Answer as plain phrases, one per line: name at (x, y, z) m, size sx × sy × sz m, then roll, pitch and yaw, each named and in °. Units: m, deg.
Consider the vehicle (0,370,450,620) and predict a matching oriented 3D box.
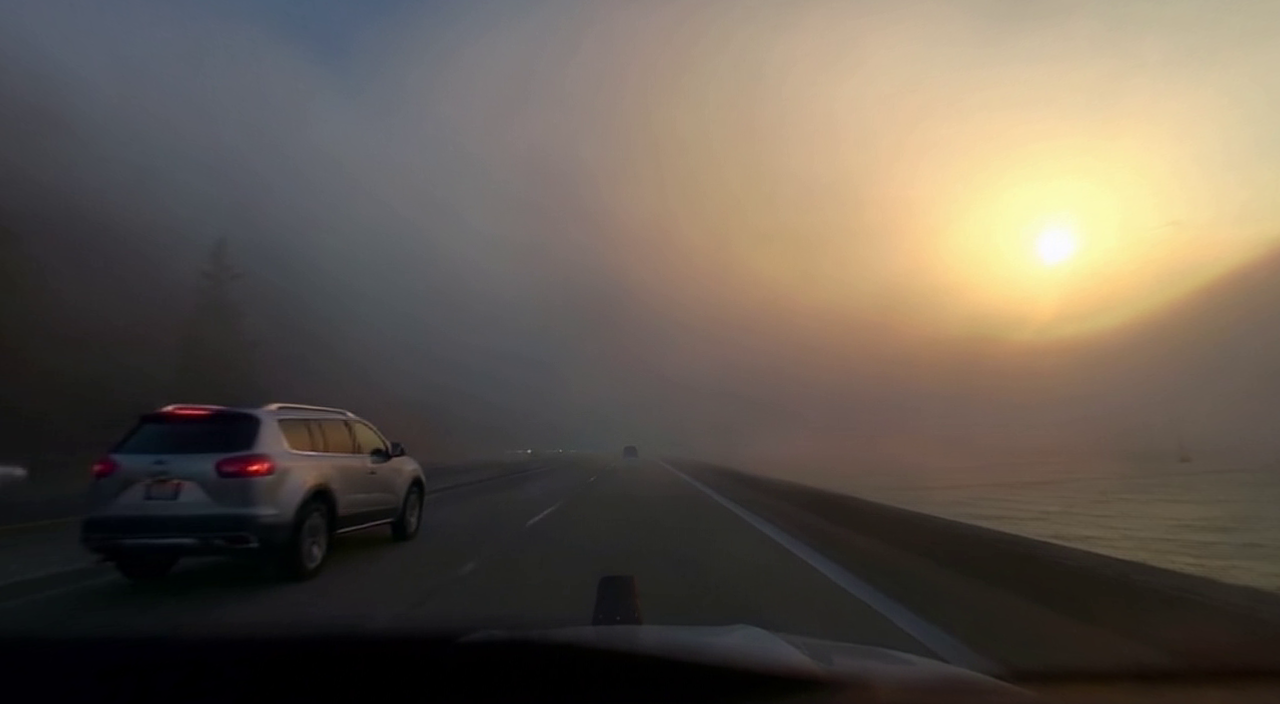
vehicle at (-3.924, 1.376, 6.845) m, size 2.292 × 1.802 × 4.481 m, roll 0°, pitch -9°, yaw 0°
